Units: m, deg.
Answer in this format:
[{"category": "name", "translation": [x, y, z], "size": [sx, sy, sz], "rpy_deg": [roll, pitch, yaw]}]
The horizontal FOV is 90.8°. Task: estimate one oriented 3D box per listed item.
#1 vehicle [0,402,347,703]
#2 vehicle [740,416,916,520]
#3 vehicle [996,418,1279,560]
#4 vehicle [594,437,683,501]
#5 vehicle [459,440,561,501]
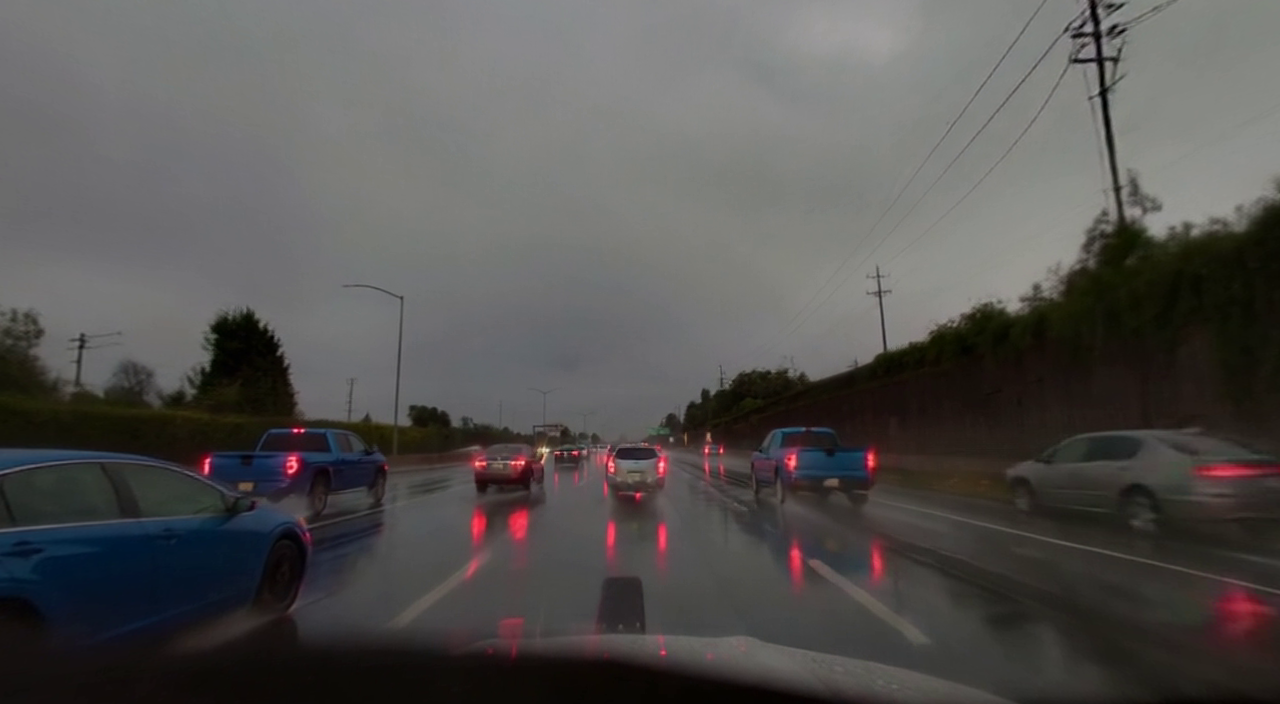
[{"category": "vehicle", "translation": [-3.773, 1.095, 3.600], "size": [1.955, 1.481, 4.604], "rpy_deg": [0, -8, 1]}, {"category": "vehicle", "translation": [3.740, 2.435, 13.847], "size": [2.113, 1.800, 5.376], "rpy_deg": [0, -8, -1]}, {"category": "vehicle", "translation": [7.929, 1.925, 9.745], "size": [1.969, 1.608, 4.865], "rpy_deg": [0, -8, -1]}, {"category": "vehicle", "translation": [-0.075, 3.096, 17.215], "size": [2.102, 1.499, 4.439], "rpy_deg": [0, -8, -1]}, {"category": "vehicle", "translation": [-3.407, 3.176, 17.409], "size": [1.899, 1.437, 4.131], "rpy_deg": [0, -8, 1]}]
